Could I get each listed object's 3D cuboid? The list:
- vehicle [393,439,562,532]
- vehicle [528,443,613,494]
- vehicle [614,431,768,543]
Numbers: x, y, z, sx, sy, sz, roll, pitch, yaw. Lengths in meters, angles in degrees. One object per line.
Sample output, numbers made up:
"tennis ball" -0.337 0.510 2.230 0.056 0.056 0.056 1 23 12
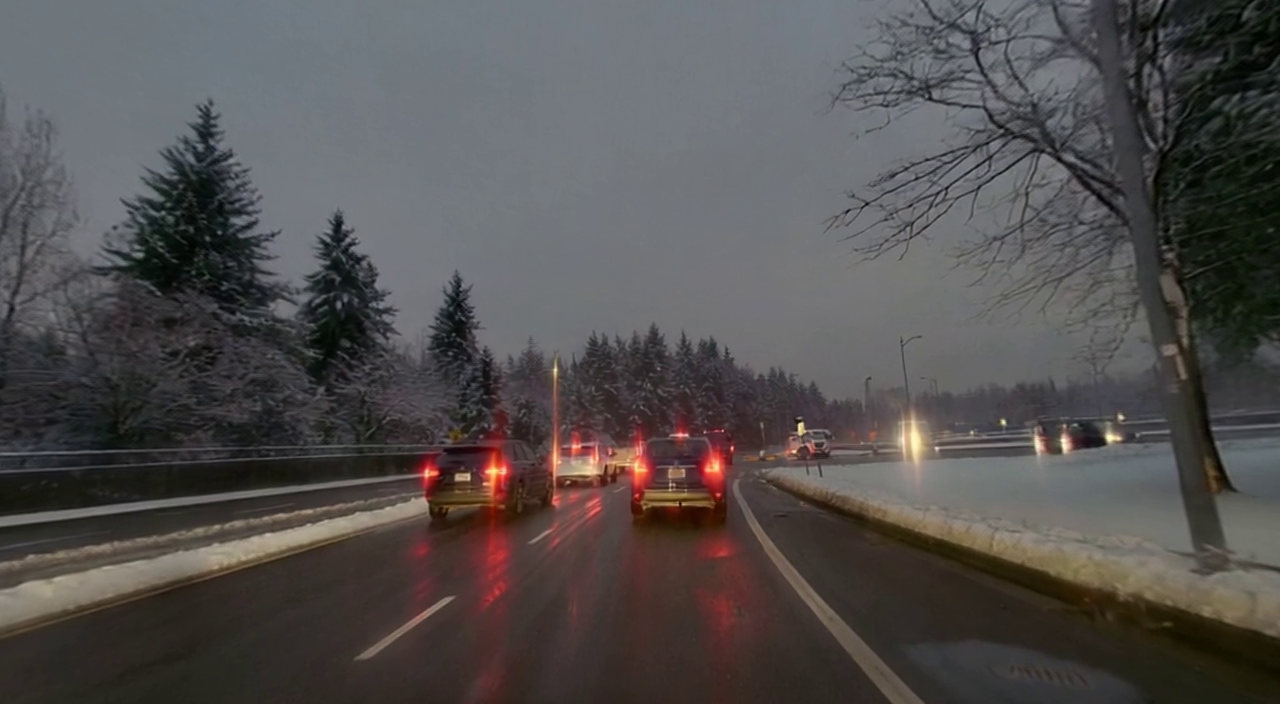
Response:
"vehicle" -2.950 2.522 12.540 1.940 1.502 4.241 -1 -9 5
"vehicle" -2.166 3.766 20.780 1.870 1.490 4.187 -1 -9 7
"vehicle" 0.775 2.201 10.888 2.142 1.528 4.133 0 -9 2
